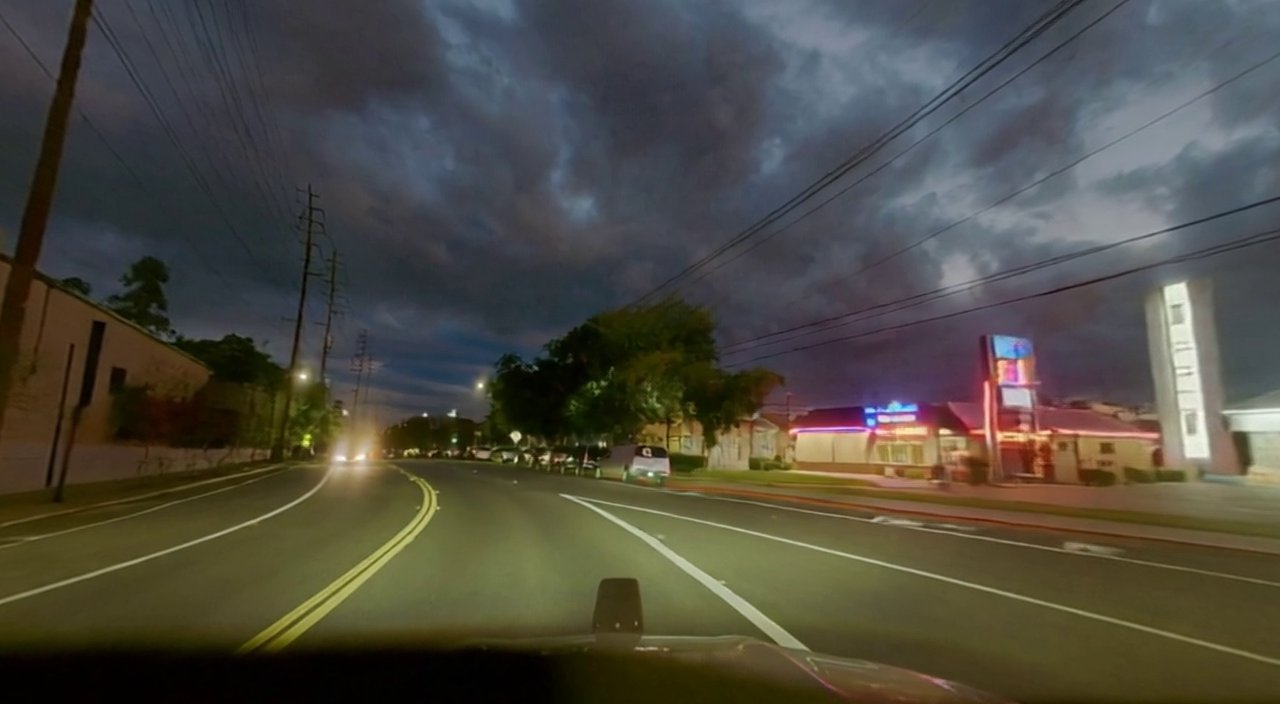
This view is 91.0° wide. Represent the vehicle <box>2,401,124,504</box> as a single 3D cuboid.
[{"bbox_3d":[-17.402,2.985,19.172,1.716,2.808,3.001,0,-7,-23],"label":"vehicle"}]

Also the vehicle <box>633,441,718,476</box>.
[{"bbox_3d":[1.832,5.101,30.579,2.074,1.526,4.853,-5,-10,31],"label":"vehicle"}]
